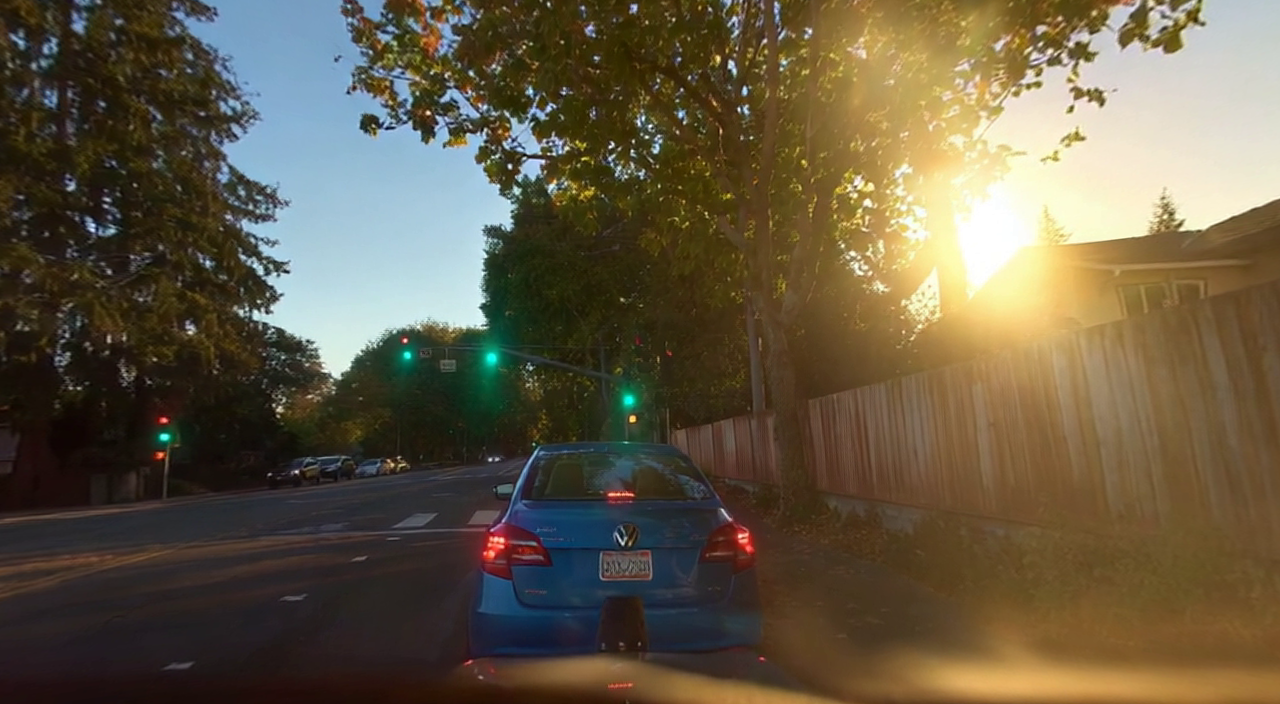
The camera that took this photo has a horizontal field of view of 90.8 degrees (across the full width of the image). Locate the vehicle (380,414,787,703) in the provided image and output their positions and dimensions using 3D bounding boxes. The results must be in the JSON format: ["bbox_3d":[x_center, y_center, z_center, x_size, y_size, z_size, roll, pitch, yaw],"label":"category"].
[{"bbox_3d":[-0.491,1.344,5.059,2.024,1.502,3.702,1,-9,-8],"label":"vehicle"}]
